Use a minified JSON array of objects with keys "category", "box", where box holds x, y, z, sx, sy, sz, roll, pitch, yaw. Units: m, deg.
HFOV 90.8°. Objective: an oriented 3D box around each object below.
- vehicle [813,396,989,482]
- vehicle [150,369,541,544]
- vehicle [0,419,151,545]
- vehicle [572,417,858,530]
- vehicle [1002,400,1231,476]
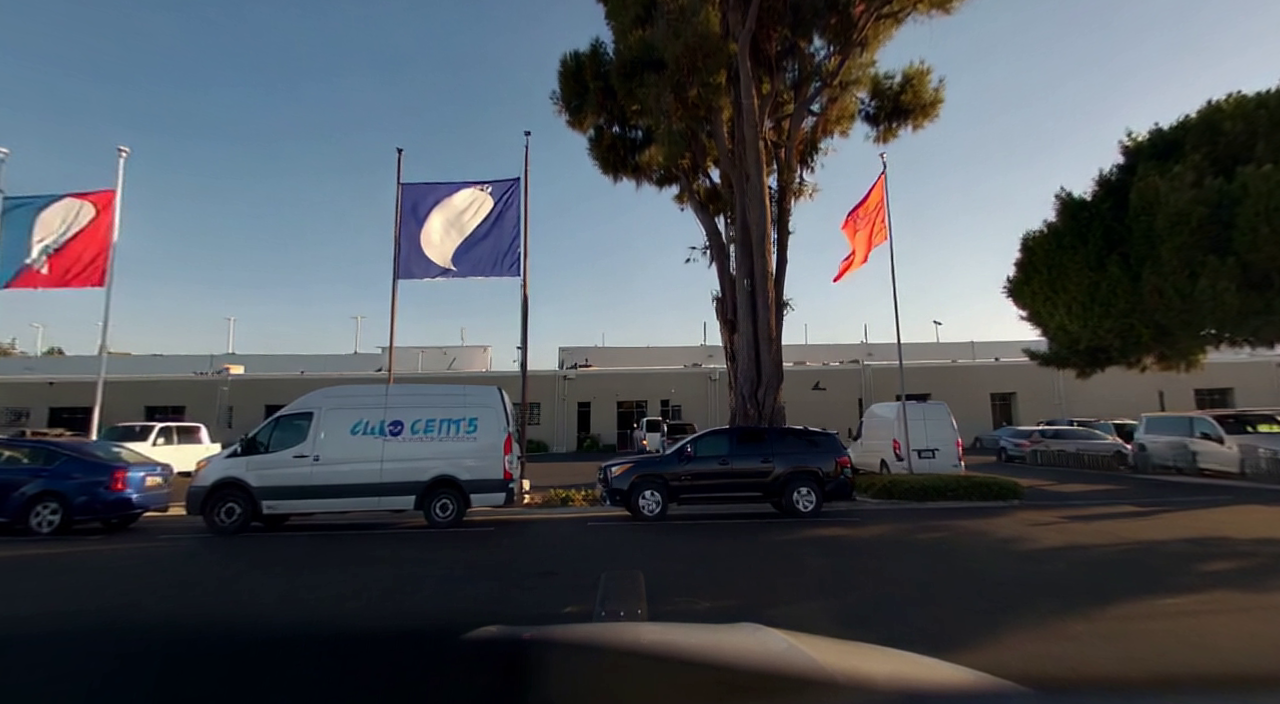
[{"category":"vehicle","box":[7.939,2.791,20.209,2.491,2.324,5.986,1,-8,-6]},{"category":"vehicle","box":[-4.846,1.830,11.479,5.899,2.757,2.257,1,-8,-6]},{"category":"vehicle","box":[-12.588,2.179,10.819,6.311,1.951,2.161,1,-8,-6]},{"category":"vehicle","box":[1.244,2.224,11.959,4.992,1.894,2.043,1,-8,-7]},{"category":"vehicle","box":[15.767,2.954,21.699,2.228,2.126,6.632,-1,-8,-5]}]
